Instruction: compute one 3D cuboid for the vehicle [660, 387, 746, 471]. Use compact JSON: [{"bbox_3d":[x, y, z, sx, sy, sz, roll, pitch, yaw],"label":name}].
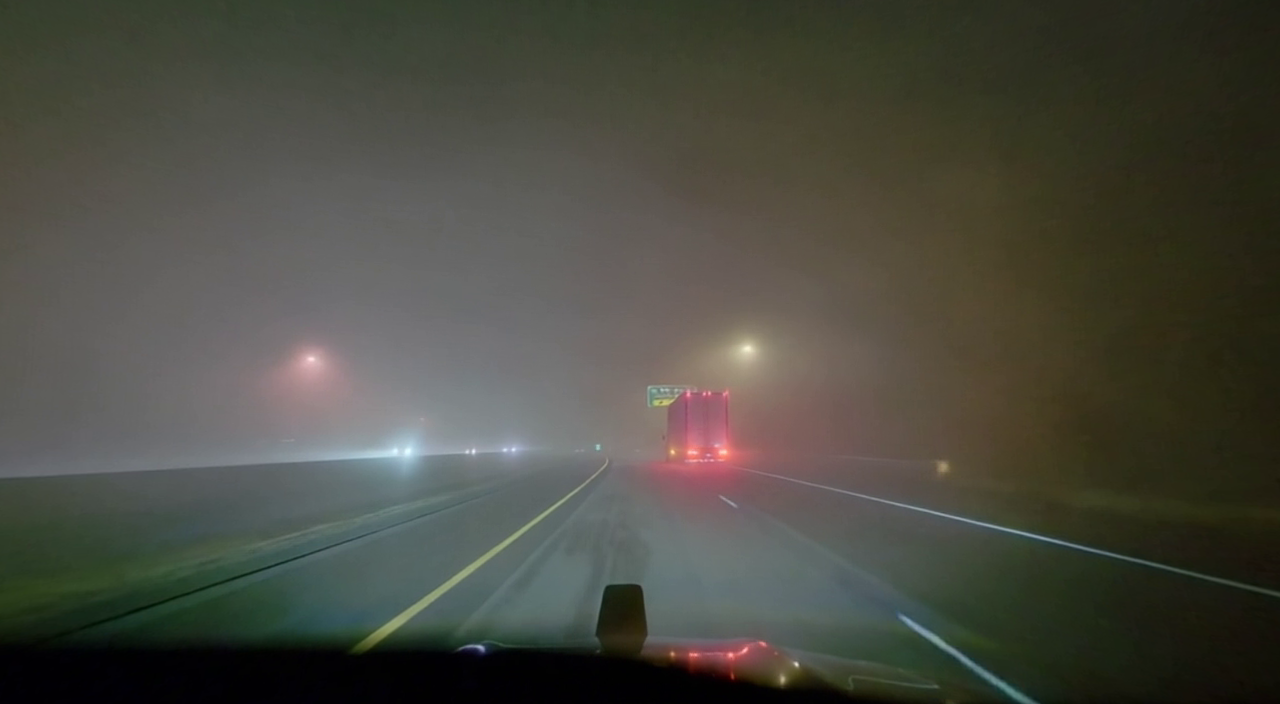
[{"bbox_3d":[3.437,5.160,40.701,2.932,4.205,18.253,0,-8,-2],"label":"vehicle"}]
